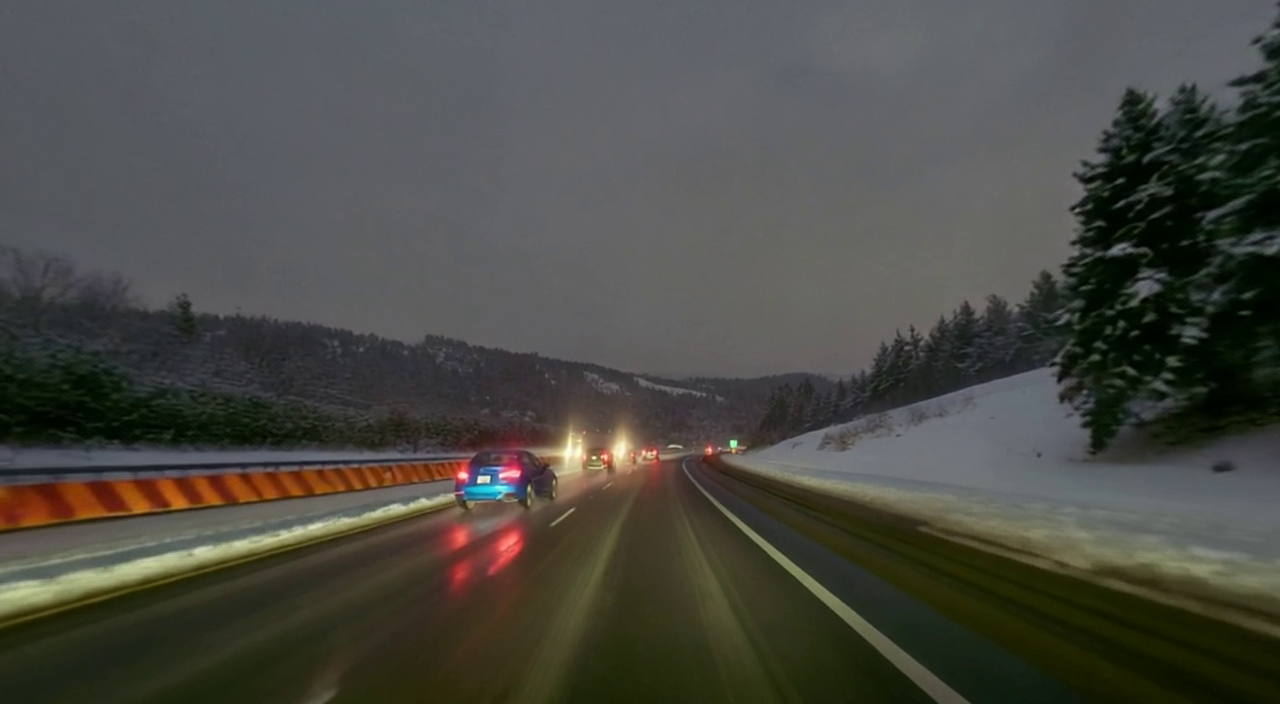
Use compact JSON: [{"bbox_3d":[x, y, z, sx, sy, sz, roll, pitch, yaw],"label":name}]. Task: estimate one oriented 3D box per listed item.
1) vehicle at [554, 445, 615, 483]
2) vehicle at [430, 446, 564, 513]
[{"bbox_3d":[-2.302,4.794,27.253,2.094,1.480,4.124,-1,-9,3],"label":"vehicle"},{"bbox_3d":[-3.115,2.882,14.662,2.061,1.330,3.928,0,-9,2],"label":"vehicle"}]
